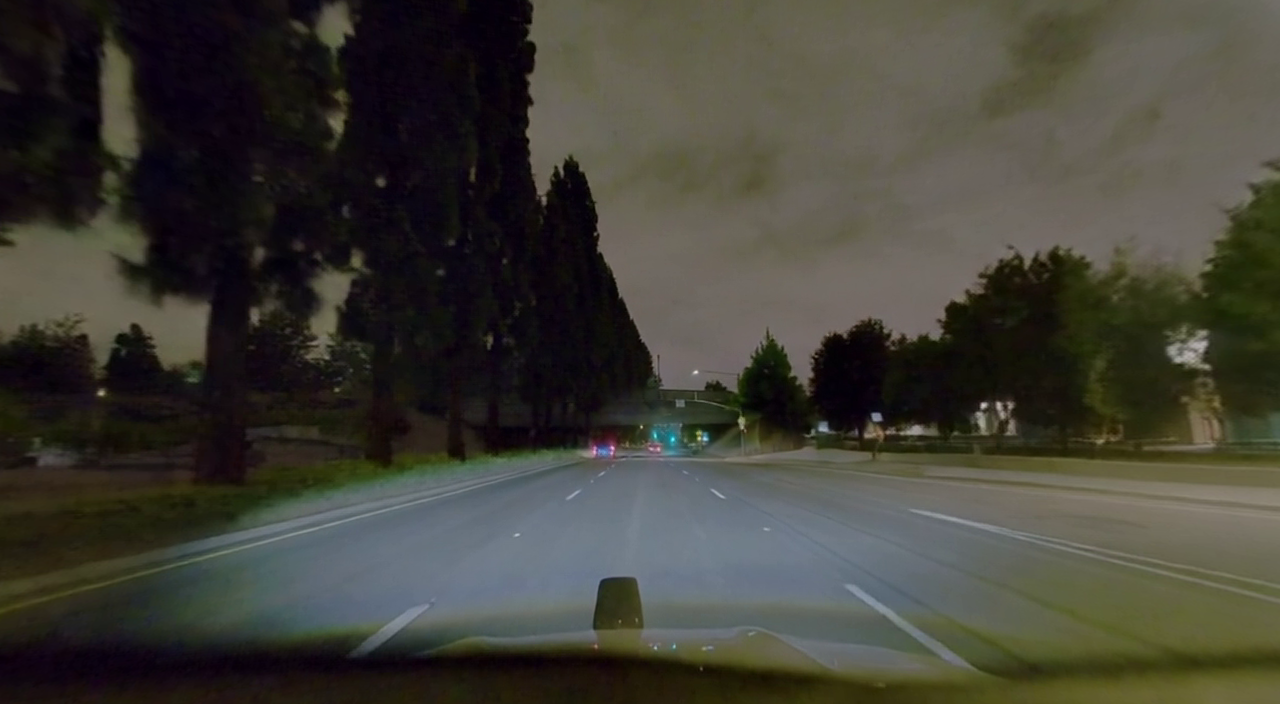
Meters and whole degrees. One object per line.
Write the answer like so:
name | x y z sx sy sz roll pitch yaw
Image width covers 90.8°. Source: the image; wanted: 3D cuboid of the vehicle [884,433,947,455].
vehicle | 19.790 6.603 45.416 3.688 1.489 1.667 1 -9 -4
